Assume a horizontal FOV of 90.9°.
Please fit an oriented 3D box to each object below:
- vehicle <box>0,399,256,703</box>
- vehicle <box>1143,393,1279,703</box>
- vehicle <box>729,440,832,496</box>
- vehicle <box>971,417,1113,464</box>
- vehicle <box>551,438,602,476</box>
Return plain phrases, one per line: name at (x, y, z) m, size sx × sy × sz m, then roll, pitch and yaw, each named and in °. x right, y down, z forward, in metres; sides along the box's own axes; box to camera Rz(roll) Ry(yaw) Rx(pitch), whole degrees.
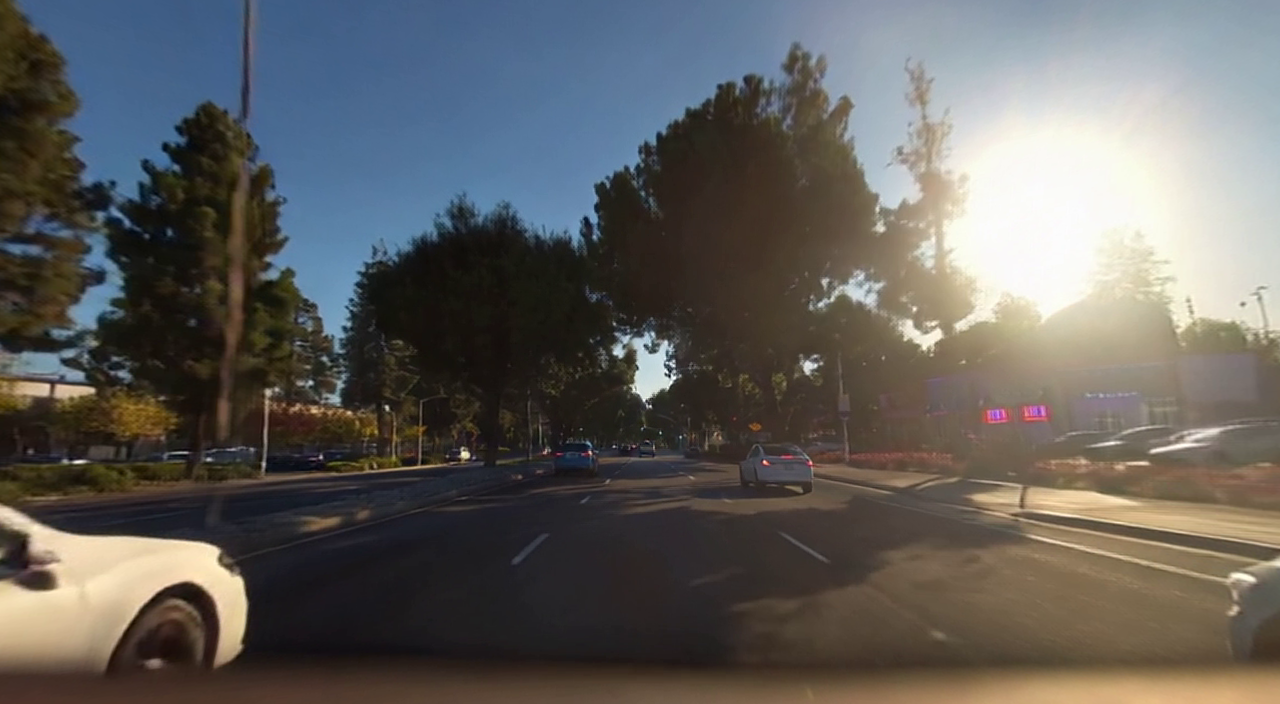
vehicle at (-3.043, 0.702, 0.729) m, size 2.082 × 1.460 × 4.922 m, roll 0°, pitch -8°, yaw 0°
vehicle at (3.468, 0.649, 0.668) m, size 1.976 × 1.491 × 4.714 m, roll 0°, pitch -8°, yaw 0°
vehicle at (4.125, 3.494, 19.425) m, size 2.036 × 1.480 × 4.659 m, roll 0°, pitch -8°, yaw -1°
vehicle at (20.608, 4.619, 32.966) m, size 2.705 × 2.011 × 7.332 m, roll -3°, pitch -8°, yaw 1°
vehicle at (-3.040, 5.148, 31.236) m, size 1.981 × 1.731 × 4.360 m, roll 0°, pitch -8°, yaw 1°
